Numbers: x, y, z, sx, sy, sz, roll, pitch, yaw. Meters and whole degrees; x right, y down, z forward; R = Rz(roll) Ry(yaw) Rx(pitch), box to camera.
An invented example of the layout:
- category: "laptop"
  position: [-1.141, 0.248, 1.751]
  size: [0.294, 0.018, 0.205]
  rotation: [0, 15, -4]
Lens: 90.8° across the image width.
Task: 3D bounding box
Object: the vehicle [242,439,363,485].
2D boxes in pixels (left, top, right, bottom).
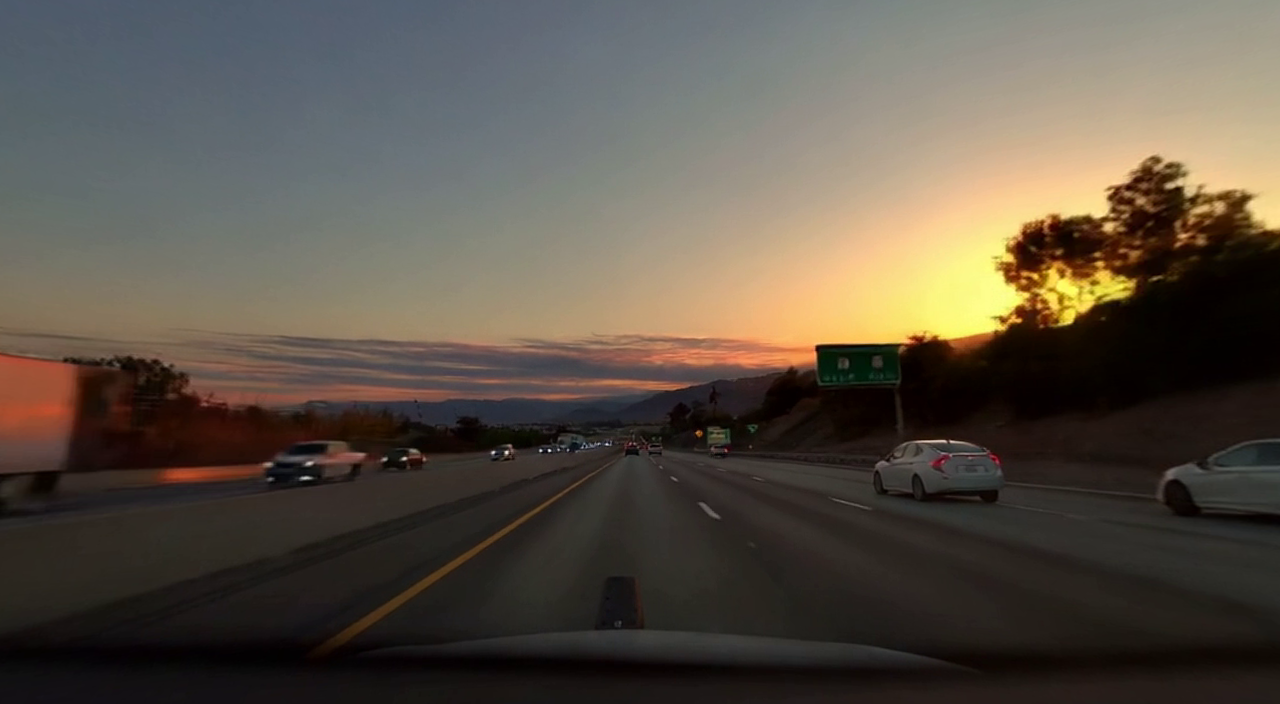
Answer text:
- category: "vehicle"
  position: [-13.572, 4.443, 25.874]
  size: [2.009, 1.650, 5.269]
  rotation: [0, -9, 0]

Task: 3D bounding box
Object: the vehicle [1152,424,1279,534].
- category: "vehicle"
  position: [10.879, 1.950, 9.870]
  size: [2.068, 1.680, 4.361]
  rotation: [-1, -8, 1]

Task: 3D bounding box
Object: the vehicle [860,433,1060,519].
- category: "vehicle"
  position: [6.691, 2.629, 13.961]
  size: [1.901, 1.548, 4.684]
  rotation: [0, -9, -1]
